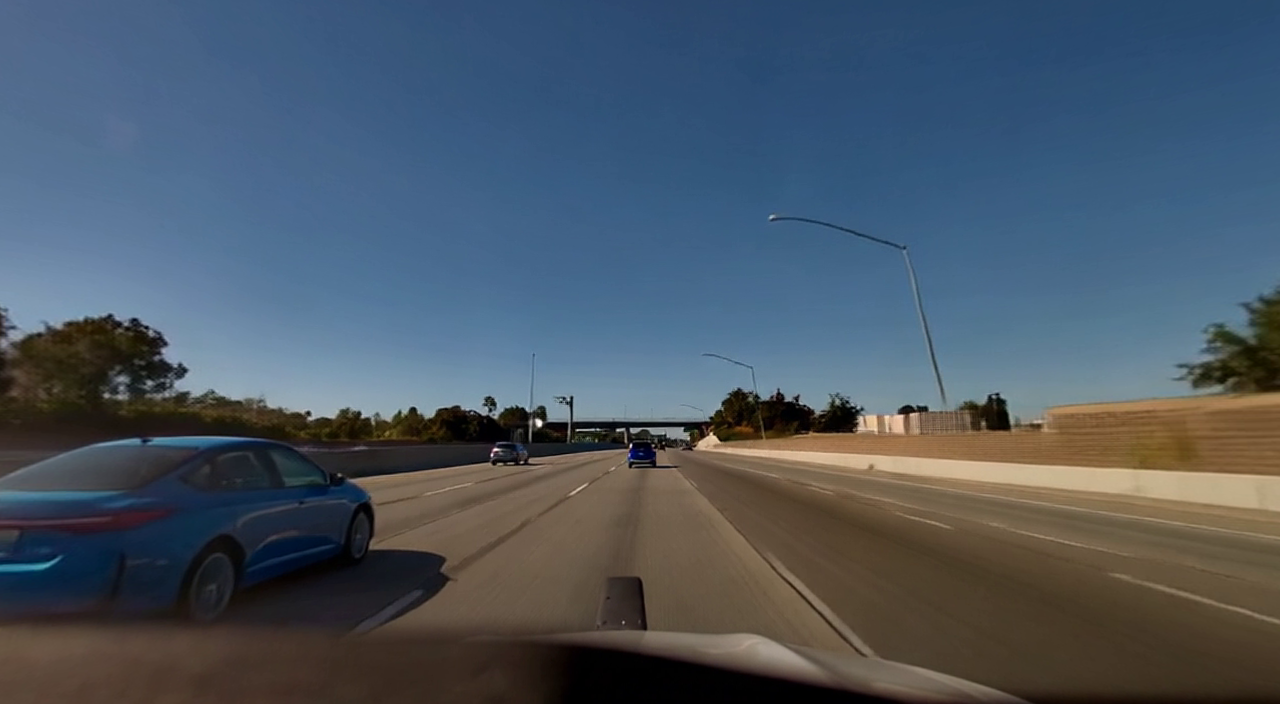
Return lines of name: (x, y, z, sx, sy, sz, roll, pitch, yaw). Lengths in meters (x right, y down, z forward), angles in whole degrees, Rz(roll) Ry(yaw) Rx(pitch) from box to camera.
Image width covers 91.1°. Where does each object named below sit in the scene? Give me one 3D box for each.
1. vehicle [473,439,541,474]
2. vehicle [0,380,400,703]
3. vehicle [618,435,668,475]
vehicle: (-6.251, 4.984, 30.070, 1.994, 1.519, 4.668, 0, -9, 3)
vehicle: (-3.948, 1.259, 5.016, 2.124, 1.607, 4.531, 0, -9, 2)
vehicle: (0.169, 4.749, 29.014, 2.155, 1.690, 4.318, 0, -9, 1)
